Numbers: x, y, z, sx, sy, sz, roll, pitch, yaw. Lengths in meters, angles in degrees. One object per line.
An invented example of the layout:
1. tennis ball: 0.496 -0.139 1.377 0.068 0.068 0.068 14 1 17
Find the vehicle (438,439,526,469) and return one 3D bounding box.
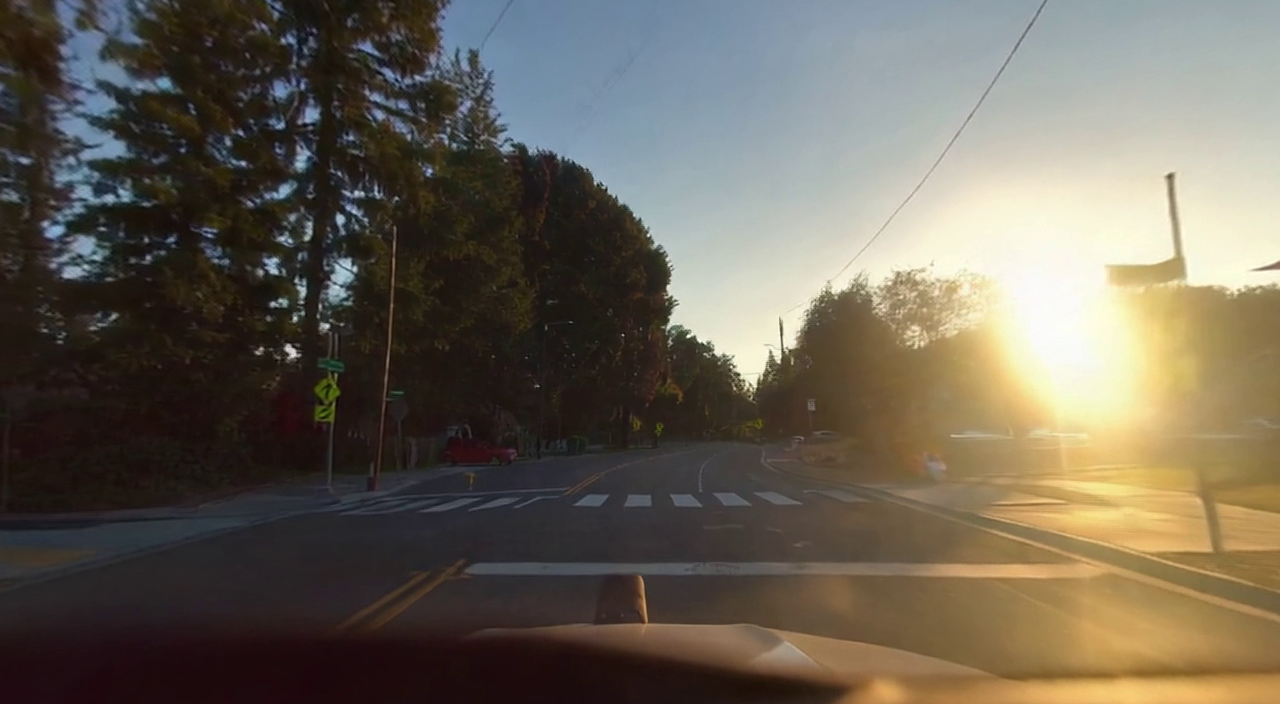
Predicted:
1. vehicle: -8.792 5.671 35.236 4.377 1.596 1.836 -2 -9 14
